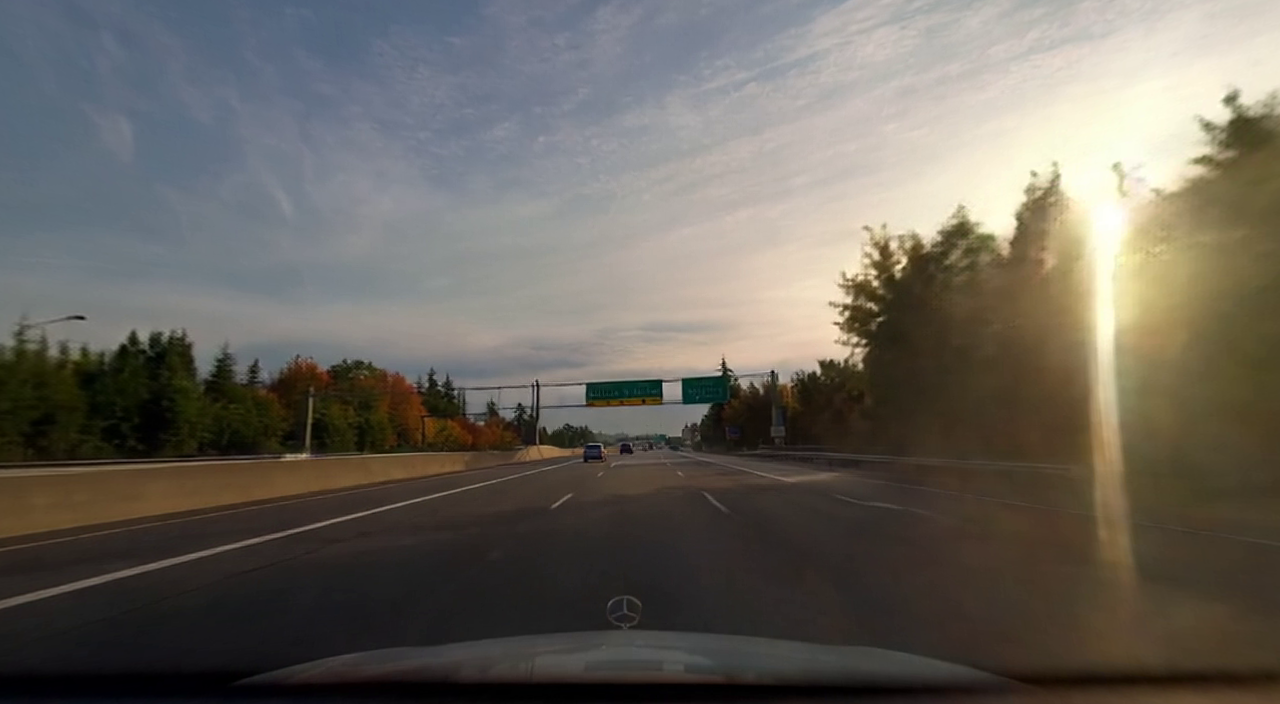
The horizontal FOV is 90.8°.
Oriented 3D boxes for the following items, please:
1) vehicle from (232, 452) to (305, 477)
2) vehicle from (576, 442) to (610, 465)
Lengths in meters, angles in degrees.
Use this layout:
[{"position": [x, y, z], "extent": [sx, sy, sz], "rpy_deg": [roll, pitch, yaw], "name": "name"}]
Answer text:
[{"position": [-23.180, 7.010, 39.568], "extent": [1.784, 1.468, 4.487], "rpy_deg": [0, -9, 1], "name": "vehicle"}, {"position": [-3.282, 7.216, 44.813], "extent": [1.979, 1.521, 4.147], "rpy_deg": [0, -9, 1], "name": "vehicle"}]
